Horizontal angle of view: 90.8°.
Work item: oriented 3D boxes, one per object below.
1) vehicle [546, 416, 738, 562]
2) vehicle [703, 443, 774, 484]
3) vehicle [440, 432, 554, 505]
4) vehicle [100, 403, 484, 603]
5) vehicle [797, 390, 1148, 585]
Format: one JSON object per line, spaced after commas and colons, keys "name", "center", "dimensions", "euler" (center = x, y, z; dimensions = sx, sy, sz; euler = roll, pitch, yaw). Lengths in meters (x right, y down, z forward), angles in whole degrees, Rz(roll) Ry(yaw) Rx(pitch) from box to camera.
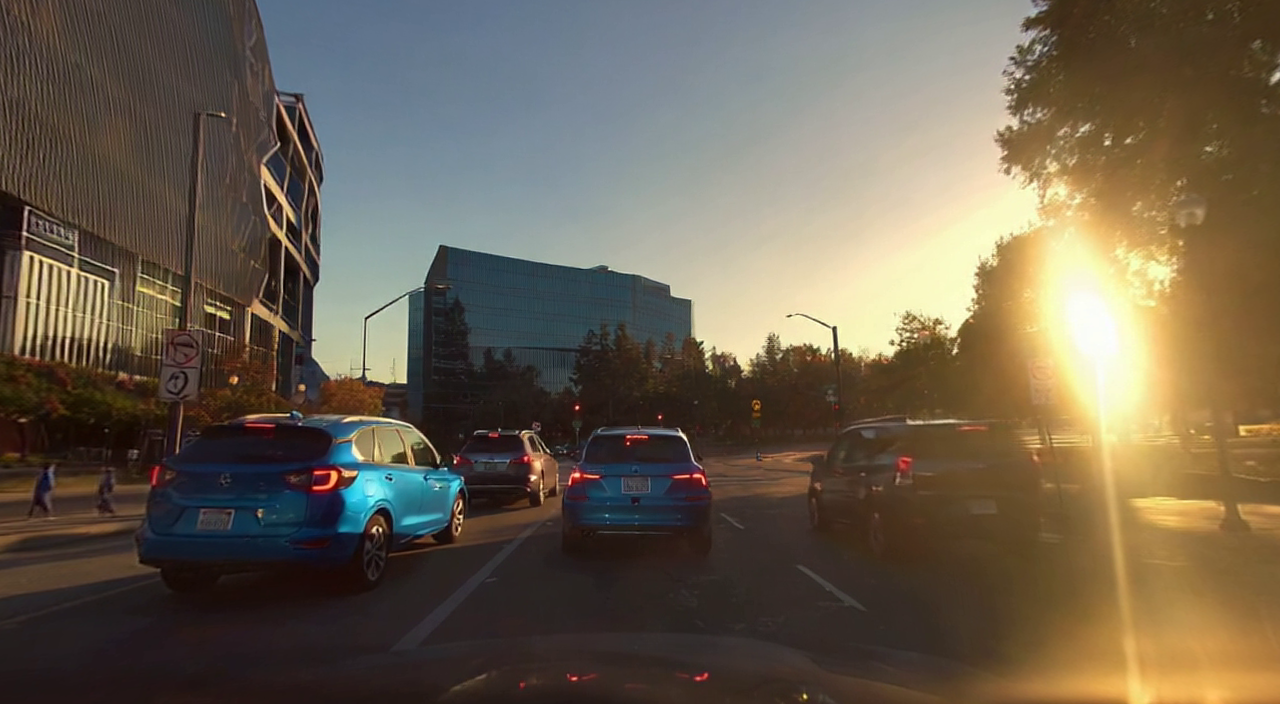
{"name": "vehicle", "center": [-0.010, 1.885, 9.417], "dimensions": [2.207, 1.659, 4.155], "euler": [0, -8, -1]}
{"name": "vehicle", "center": [3.728, 4.306, 24.758], "dimensions": [2.082, 1.445, 4.426], "euler": [0, -8, 0]}
{"name": "vehicle", "center": [-3.618, 3.022, 16.827], "dimensions": [2.068, 1.678, 4.199], "euler": [0, -8, 0]}
{"name": "vehicle", "center": [-3.531, 1.613, 7.664], "dimensions": [2.083, 1.691, 4.398], "euler": [0, -8, 1]}
{"name": "vehicle", "center": [3.694, 1.603, 8.279], "dimensions": [2.026, 1.819, 4.579], "euler": [0, -8, -1]}
